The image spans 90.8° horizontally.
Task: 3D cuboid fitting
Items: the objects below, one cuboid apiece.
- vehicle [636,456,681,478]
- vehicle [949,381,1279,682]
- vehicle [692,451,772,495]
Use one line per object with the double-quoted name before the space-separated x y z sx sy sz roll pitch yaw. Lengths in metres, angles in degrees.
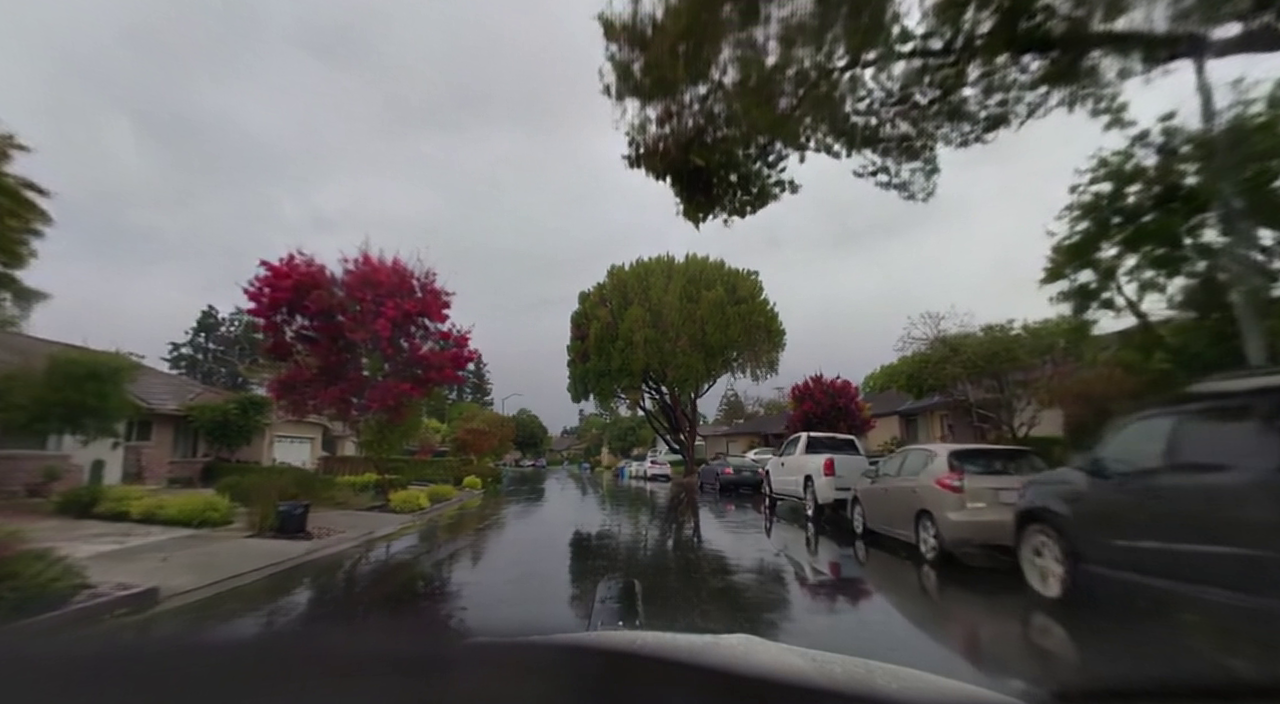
"vehicle" 1.371 8.888 48.994 2.193 1.504 4.576 2 -9 -15
"vehicle" 5.441 1.333 5.109 2.715 1.900 6.163 1 -9 -1
"vehicle" 4.142 5.543 29.441 2.111 1.771 4.942 2 -9 -11
